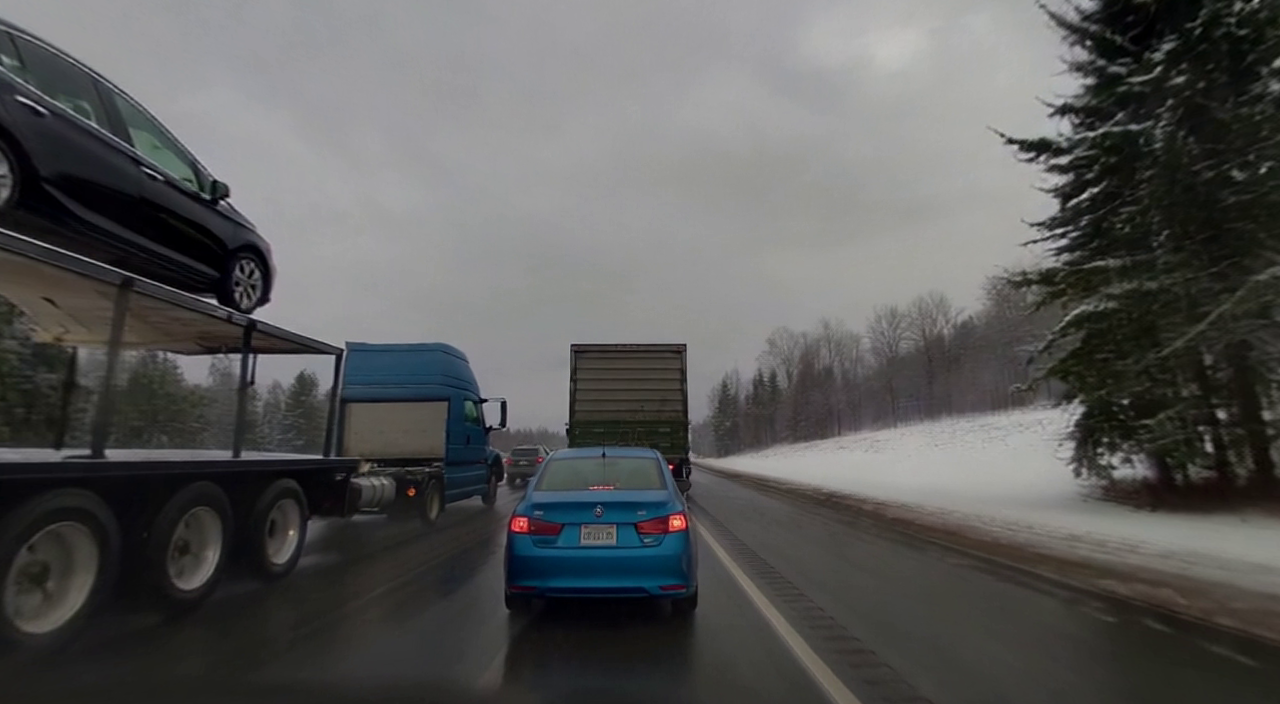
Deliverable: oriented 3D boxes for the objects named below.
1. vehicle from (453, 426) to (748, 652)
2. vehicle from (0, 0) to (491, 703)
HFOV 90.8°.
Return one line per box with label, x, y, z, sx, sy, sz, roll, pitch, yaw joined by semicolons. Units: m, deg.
vehicle;-0.285;1.534;6.049;1.991;1.507;3.391;0;-9;-1
vehicle;-4.591;0.283;6.084;2.836;4.059;14.286;0;-9;0
